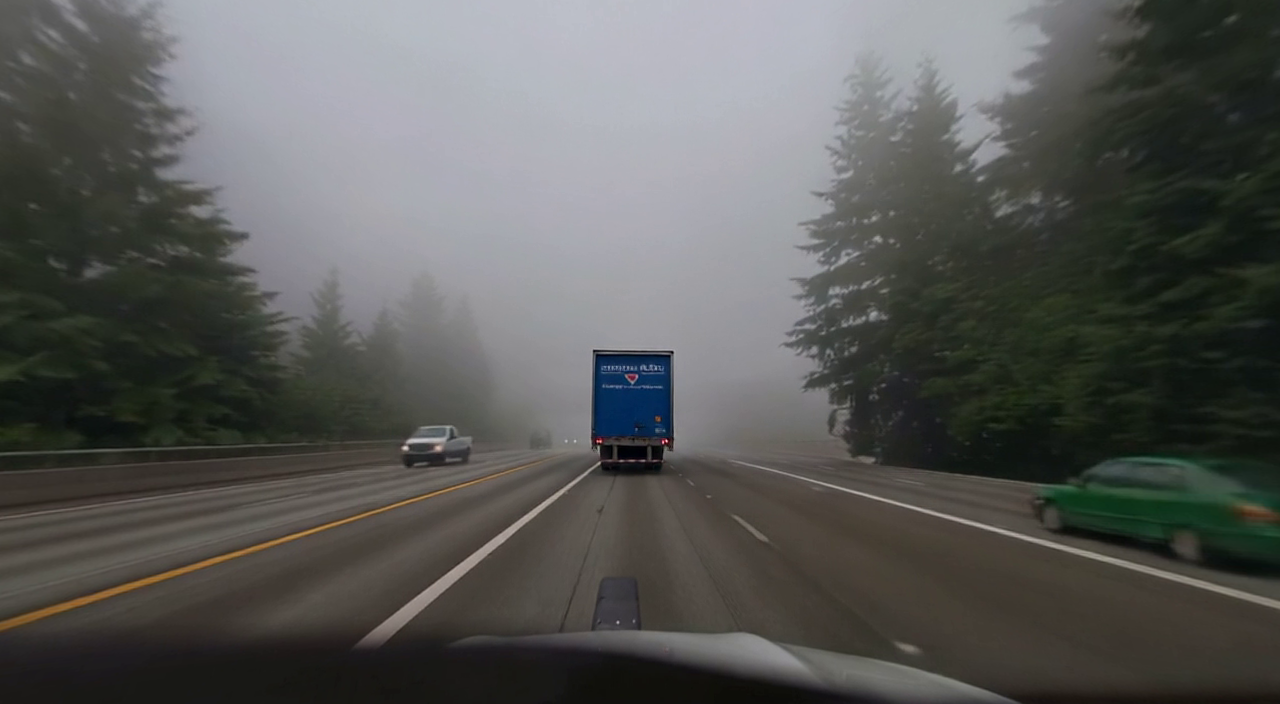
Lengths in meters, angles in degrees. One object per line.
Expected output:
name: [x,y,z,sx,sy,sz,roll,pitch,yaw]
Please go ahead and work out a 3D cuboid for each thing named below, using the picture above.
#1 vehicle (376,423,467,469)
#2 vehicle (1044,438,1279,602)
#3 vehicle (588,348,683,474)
vehicle: [-8.437,3.671,24.751,2.081,1.613,4.273,0,-8,0]
vehicle: [7.714,2.039,8.210,2.050,1.637,4.397,3,-7,1]
vehicle: [-0.393,2.452,24.443,2.895,3.861,10.213,0,-8,-3]
